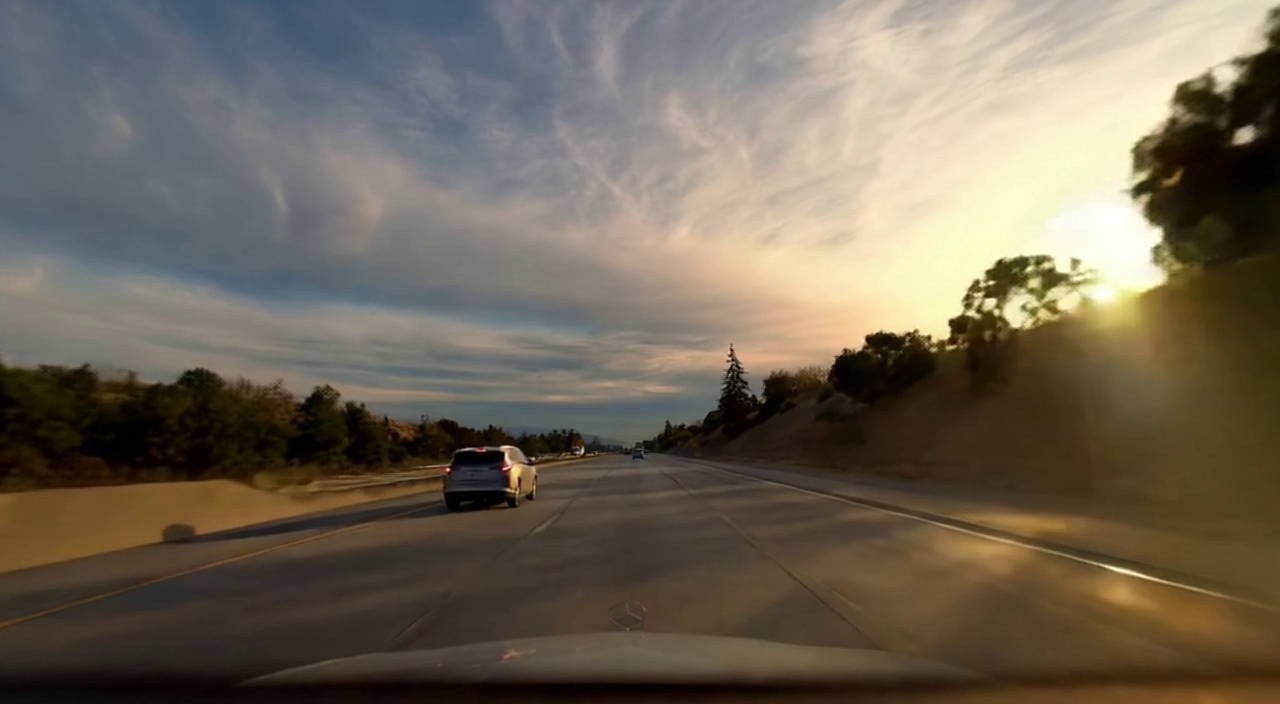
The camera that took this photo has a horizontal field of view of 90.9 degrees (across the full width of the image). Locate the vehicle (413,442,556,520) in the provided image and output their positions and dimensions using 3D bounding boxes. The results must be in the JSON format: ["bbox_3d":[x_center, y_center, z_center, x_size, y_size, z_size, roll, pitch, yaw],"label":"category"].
[{"bbox_3d":[-3.318,2.875,14.547,2.054,1.475,4.708,0,-9,0],"label":"vehicle"}]
